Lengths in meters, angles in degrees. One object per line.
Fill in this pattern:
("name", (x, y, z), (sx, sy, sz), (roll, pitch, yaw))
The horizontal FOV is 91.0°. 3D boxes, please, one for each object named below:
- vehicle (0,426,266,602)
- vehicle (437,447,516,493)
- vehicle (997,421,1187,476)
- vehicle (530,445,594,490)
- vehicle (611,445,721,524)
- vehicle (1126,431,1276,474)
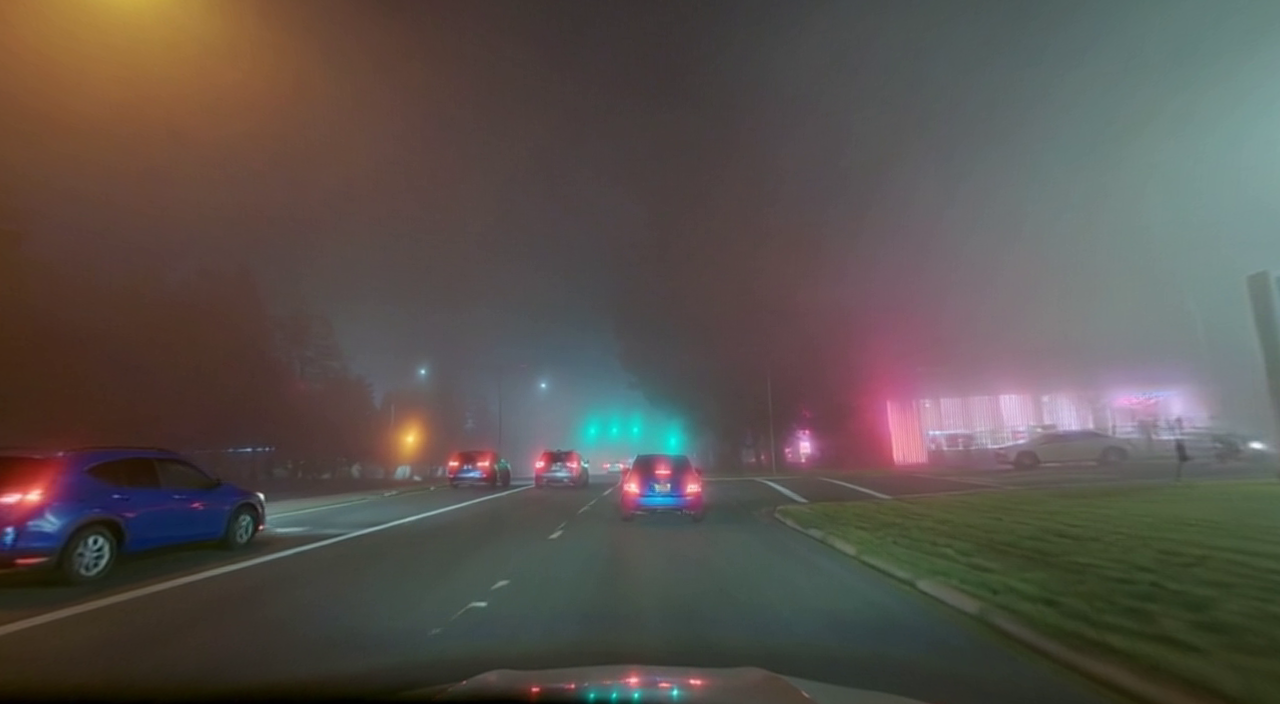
("vehicle", (-7.050, 1.842, 7.957), (1.968, 1.657, 4.230), (0, -9, 1))
("vehicle", (-6.860, 4.964, 26.976), (2.032, 1.767, 4.549), (0, -9, 1))
("vehicle", (18.003, 3.870, 25.337), (5.852, 1.962, 2.323), (-8, -11, 41))
("vehicle", (-3.241, 4.925, 27.281), (2.055, 1.725, 4.732), (0, -9, 1))
("vehicle", (0.518, 2.831, 14.053), (2.091, 1.494, 3.962), (0, -8, 1))
("vehicle", (22.257, 4.010, 25.136), (4.220, 1.550, 1.935), (-8, -12, 43))
